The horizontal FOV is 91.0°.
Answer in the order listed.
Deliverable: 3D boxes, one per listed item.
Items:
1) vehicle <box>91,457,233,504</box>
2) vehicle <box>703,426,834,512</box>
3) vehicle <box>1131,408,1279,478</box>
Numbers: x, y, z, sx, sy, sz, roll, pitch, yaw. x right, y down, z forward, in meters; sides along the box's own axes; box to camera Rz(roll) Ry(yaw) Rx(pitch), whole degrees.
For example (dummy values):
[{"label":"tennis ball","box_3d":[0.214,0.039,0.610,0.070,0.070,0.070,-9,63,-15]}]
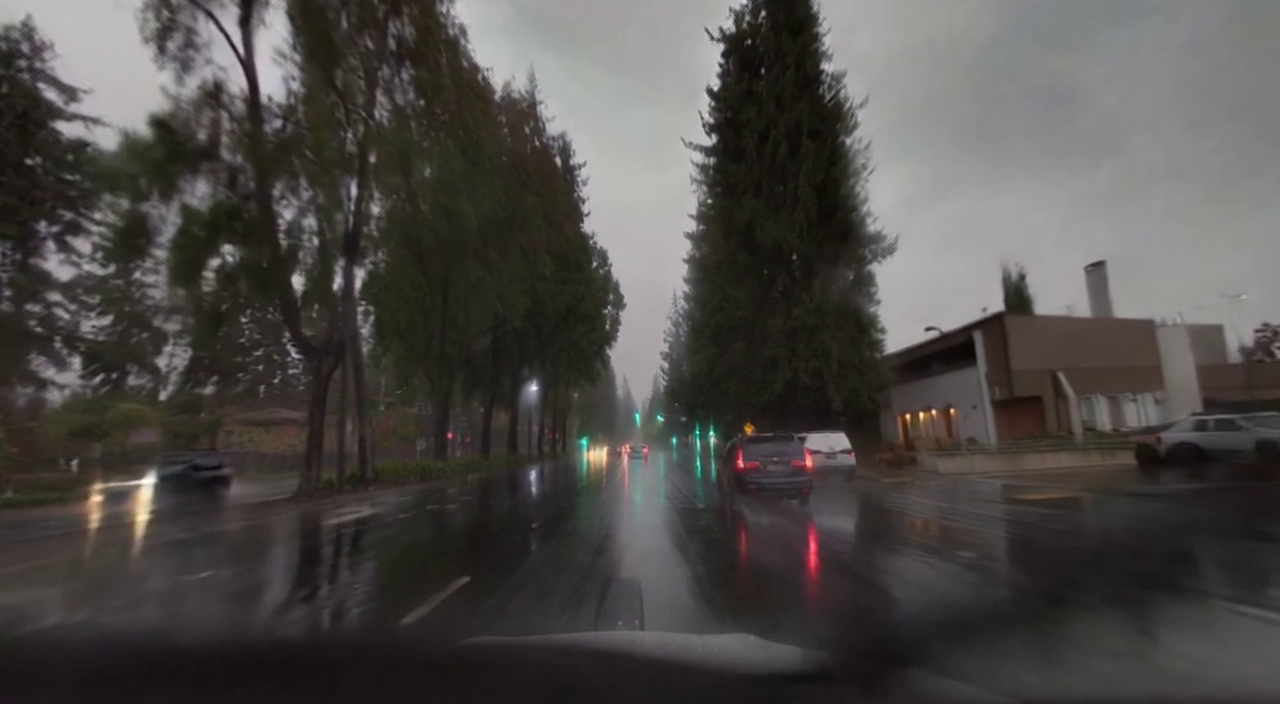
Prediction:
[{"label":"vehicle","box_3d":[-17.658,4.731,23.588,1.865,1.452,4.504,0,-9,-1]},{"label":"vehicle","box_3d":[2.713,2.588,14.376,2.022,1.656,4.025,0,-9,-2]},{"label":"vehicle","box_3d":[17.450,2.646,18.226,2.131,1.782,5.183,0,-9,-2]}]
